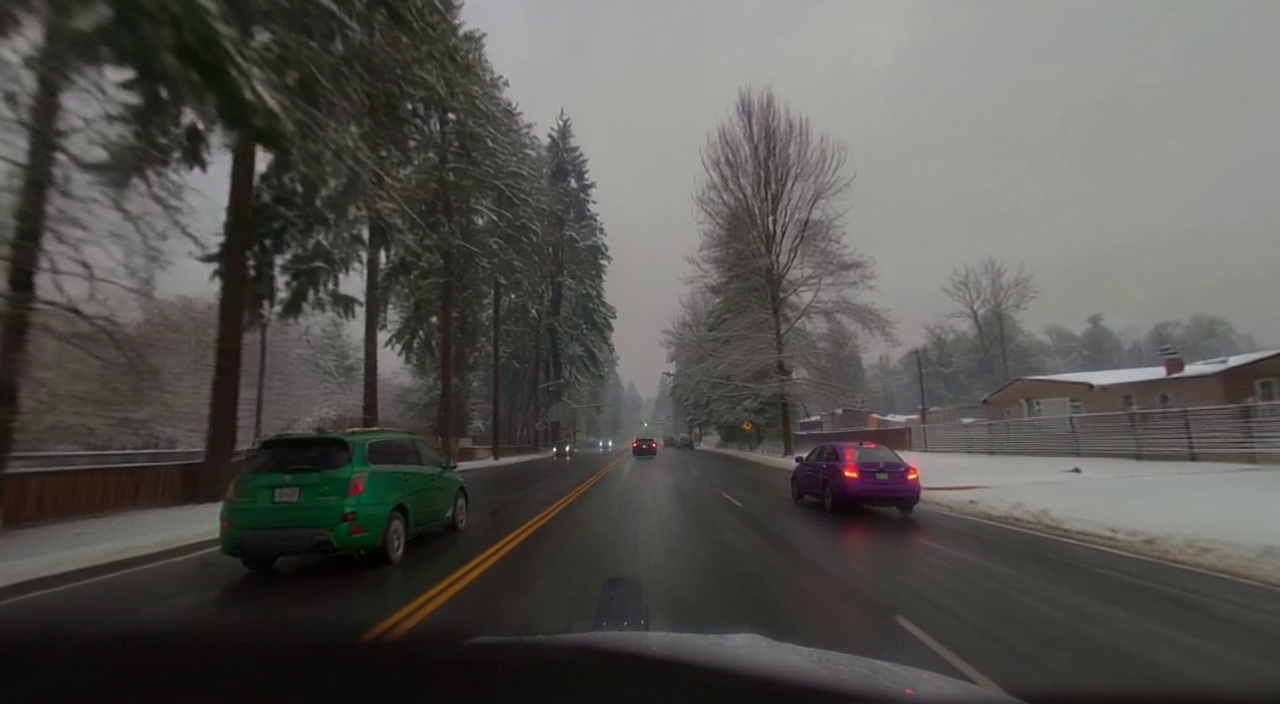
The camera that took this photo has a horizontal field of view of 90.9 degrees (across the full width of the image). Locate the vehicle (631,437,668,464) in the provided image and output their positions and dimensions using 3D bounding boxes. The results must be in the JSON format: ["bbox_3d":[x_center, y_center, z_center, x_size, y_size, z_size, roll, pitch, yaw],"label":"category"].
[{"bbox_3d":[0.629,6.256,40.464,2.206,1.525,4.695,-1,-7,2],"label":"vehicle"}]

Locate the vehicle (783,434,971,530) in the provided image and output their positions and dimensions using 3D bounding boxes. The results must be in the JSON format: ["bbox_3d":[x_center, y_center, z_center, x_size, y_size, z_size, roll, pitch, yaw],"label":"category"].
[{"bbox_3d":[4.284,2.356,12.296,1.943,1.471,4.515,0,-7,0],"label":"vehicle"}]

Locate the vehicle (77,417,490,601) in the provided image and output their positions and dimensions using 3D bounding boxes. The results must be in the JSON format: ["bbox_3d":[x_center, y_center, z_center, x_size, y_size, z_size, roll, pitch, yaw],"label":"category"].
[{"bbox_3d":[-3.643,1.650,7.874,2.162,1.546,4.889,-1,-7,2],"label":"vehicle"}]
